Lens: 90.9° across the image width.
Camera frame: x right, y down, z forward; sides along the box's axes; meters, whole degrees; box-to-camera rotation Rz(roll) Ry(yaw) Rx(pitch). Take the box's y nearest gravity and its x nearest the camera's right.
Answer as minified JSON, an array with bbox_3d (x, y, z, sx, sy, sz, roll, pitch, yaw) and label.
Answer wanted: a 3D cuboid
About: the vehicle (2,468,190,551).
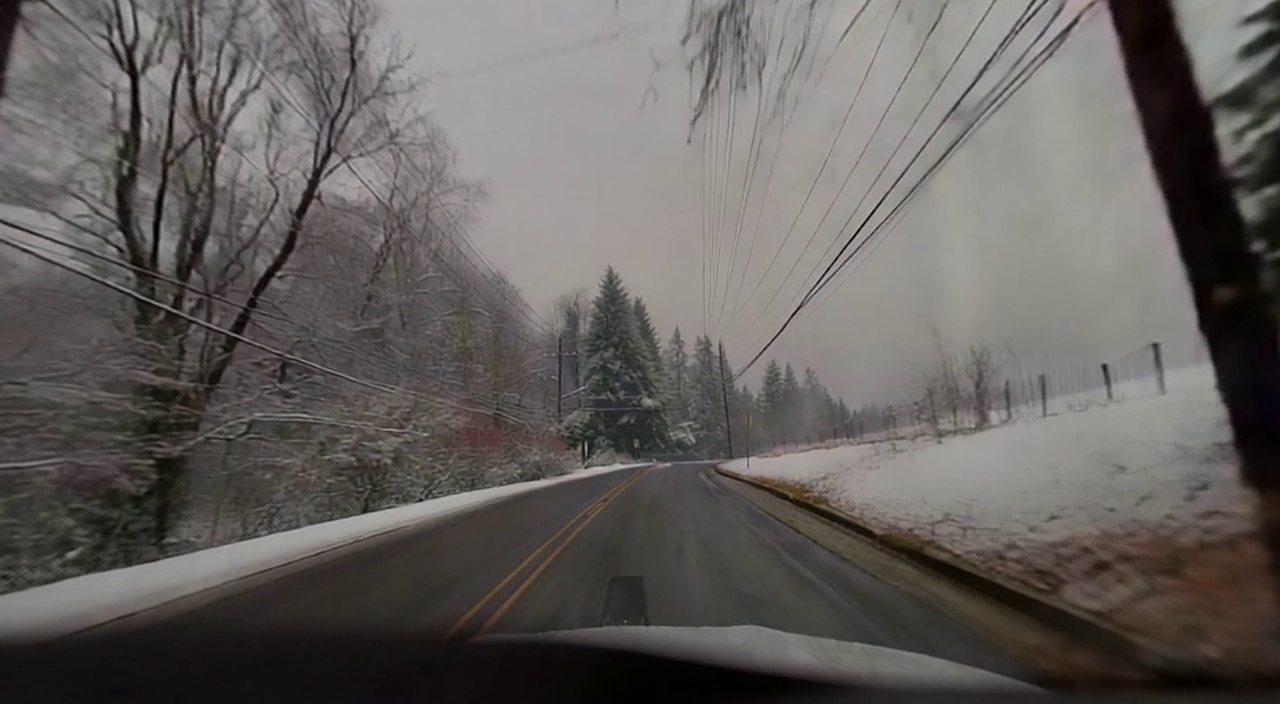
[{"bbox_3d":[-13.866,3.965,16.491,2.058,1.654,4.273,2,-9,-17],"label":"vehicle"}]
